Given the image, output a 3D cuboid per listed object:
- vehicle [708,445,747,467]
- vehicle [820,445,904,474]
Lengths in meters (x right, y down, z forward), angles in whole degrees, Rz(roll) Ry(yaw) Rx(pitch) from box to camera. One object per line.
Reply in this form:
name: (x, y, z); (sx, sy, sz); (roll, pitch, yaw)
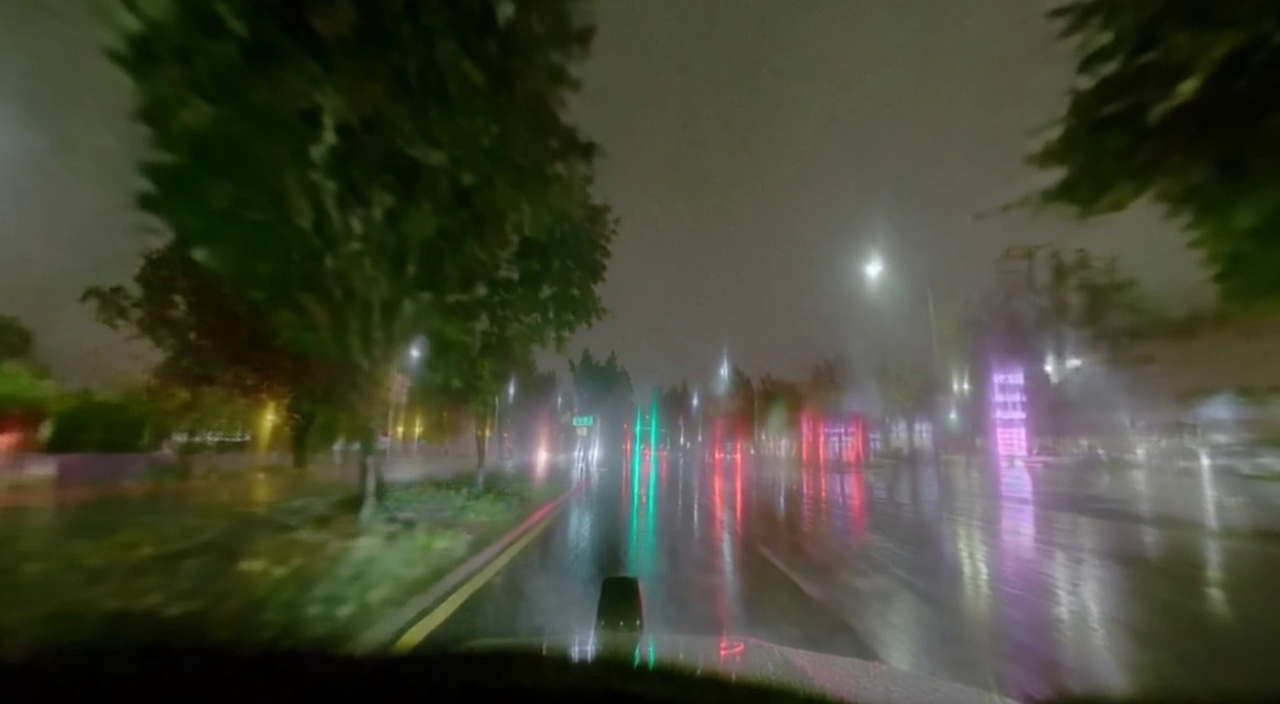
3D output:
vehicle: (6.223, 7.413, 45.314); (2.024, 1.475, 4.600); (0, -8, -2)
vehicle: (13.366, 6.482, 38.218); (4.281, 1.719, 1.983); (0, -8, -1)
